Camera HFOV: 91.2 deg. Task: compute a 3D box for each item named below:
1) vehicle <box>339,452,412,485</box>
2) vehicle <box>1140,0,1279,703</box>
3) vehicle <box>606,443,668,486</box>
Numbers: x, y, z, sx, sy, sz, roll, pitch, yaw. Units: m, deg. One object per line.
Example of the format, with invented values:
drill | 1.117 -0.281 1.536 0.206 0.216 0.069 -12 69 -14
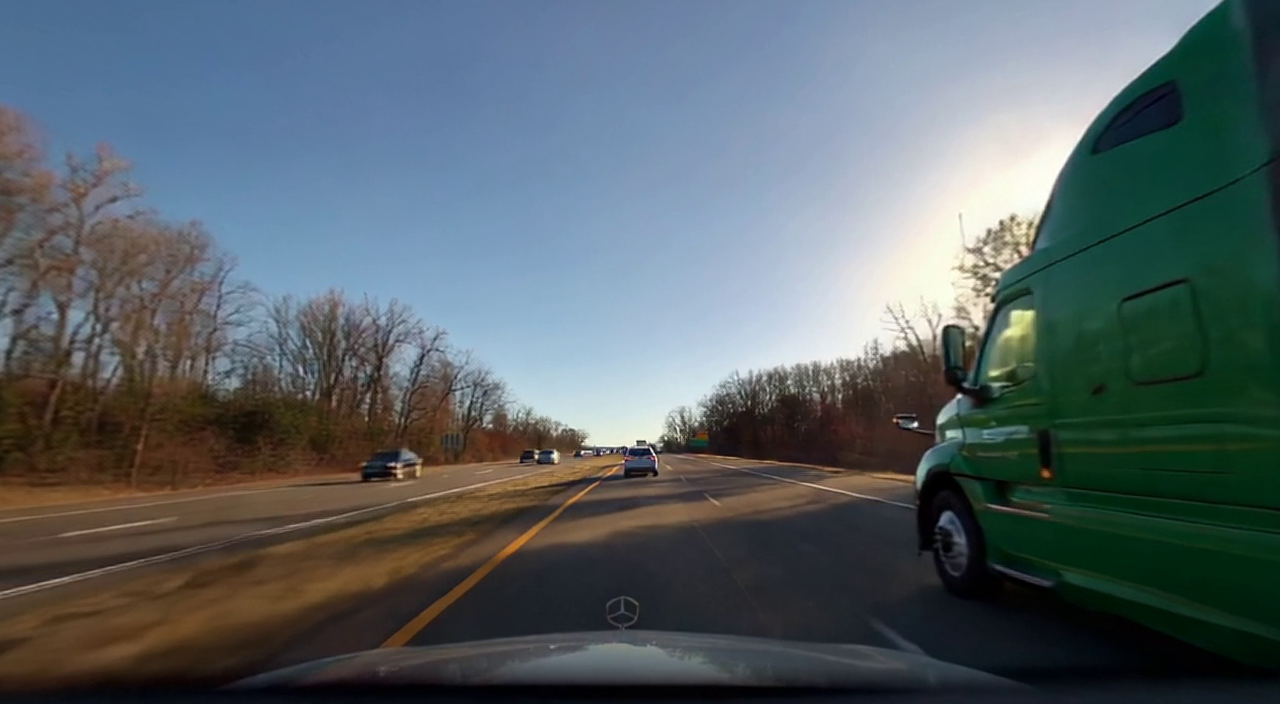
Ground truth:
vehicle | -13.254 5.808 31.663 1.890 1.513 4.081 0 -9 0
vehicle | 4.458 -0.570 0.228 3.351 3.699 5.995 0 -9 -1
vehicle | -0.142 4.394 24.692 2.244 1.506 4.097 0 -9 -1
